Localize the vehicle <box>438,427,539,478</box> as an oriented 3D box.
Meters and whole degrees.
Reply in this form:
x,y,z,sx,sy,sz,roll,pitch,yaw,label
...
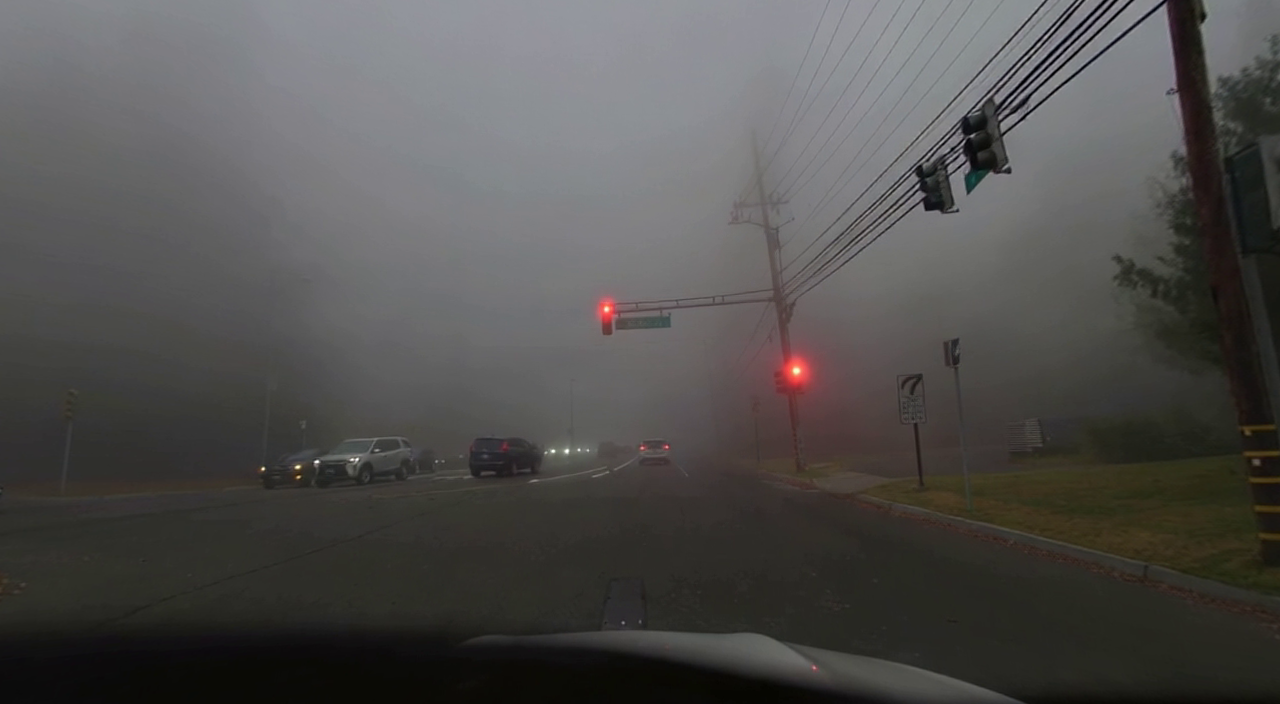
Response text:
x,y,z,sx,sy,sz,roll,pitch,yaw,label
-6.319,4.290,26.883,2.175,1.957,4.686,-3,-9,15,vehicle

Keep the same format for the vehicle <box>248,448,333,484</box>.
x,y,z,sx,sy,sz,roll,pitch,yaw,label
-17.094,5.590,30.965,1.942,1.477,3.957,-4,-9,0,vehicle

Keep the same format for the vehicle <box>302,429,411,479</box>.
x,y,z,sx,sy,sz,roll,pitch,yaw,label
-13.120,4.768,29.629,2.350,2.104,5.828,0,-8,1,vehicle

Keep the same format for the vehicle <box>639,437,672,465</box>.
x,y,z,sx,sy,sz,roll,pitch,yaw,label
0.934,6.496,41.362,2.010,1.681,4.682,0,-8,0,vehicle
